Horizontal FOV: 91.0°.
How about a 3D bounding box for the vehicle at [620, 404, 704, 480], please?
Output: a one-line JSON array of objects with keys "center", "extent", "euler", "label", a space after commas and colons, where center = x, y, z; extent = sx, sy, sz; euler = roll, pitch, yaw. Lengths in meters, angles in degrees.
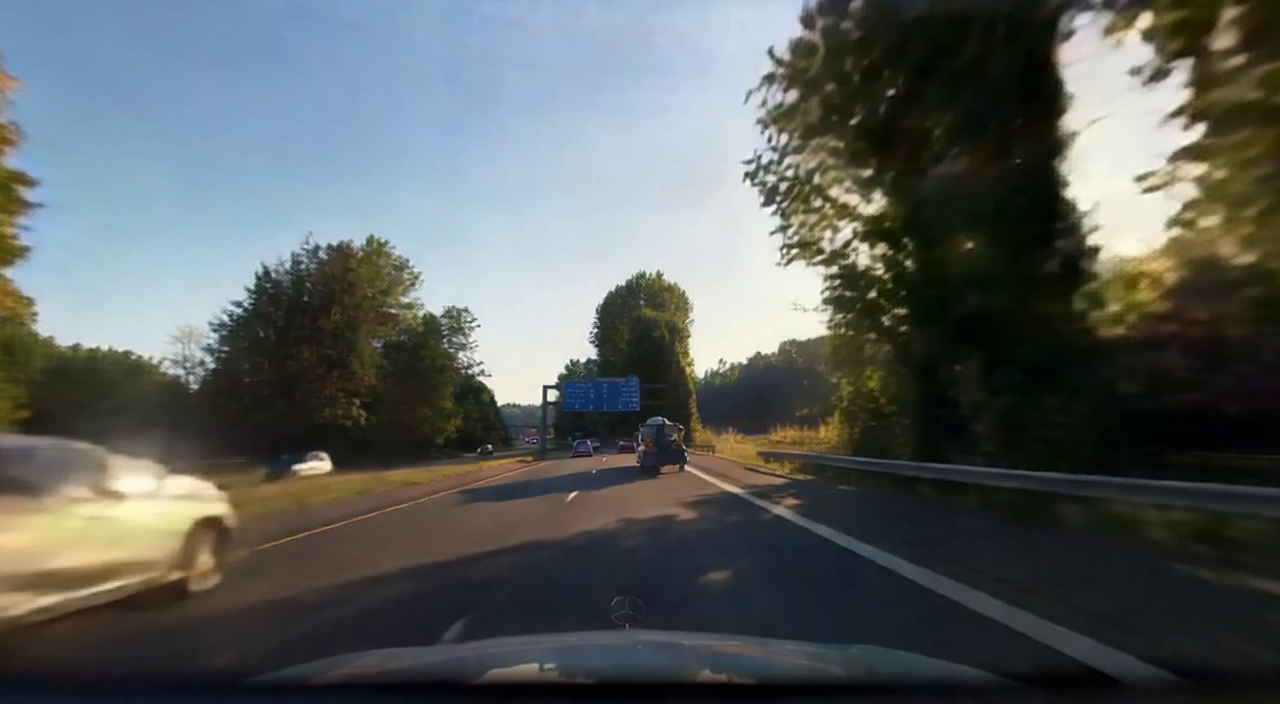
[{"center": [0.613, 3.362, 23.625], "extent": [2.677, 2.439, 6.402], "euler": [0, -8, -2], "label": "vehicle"}]
